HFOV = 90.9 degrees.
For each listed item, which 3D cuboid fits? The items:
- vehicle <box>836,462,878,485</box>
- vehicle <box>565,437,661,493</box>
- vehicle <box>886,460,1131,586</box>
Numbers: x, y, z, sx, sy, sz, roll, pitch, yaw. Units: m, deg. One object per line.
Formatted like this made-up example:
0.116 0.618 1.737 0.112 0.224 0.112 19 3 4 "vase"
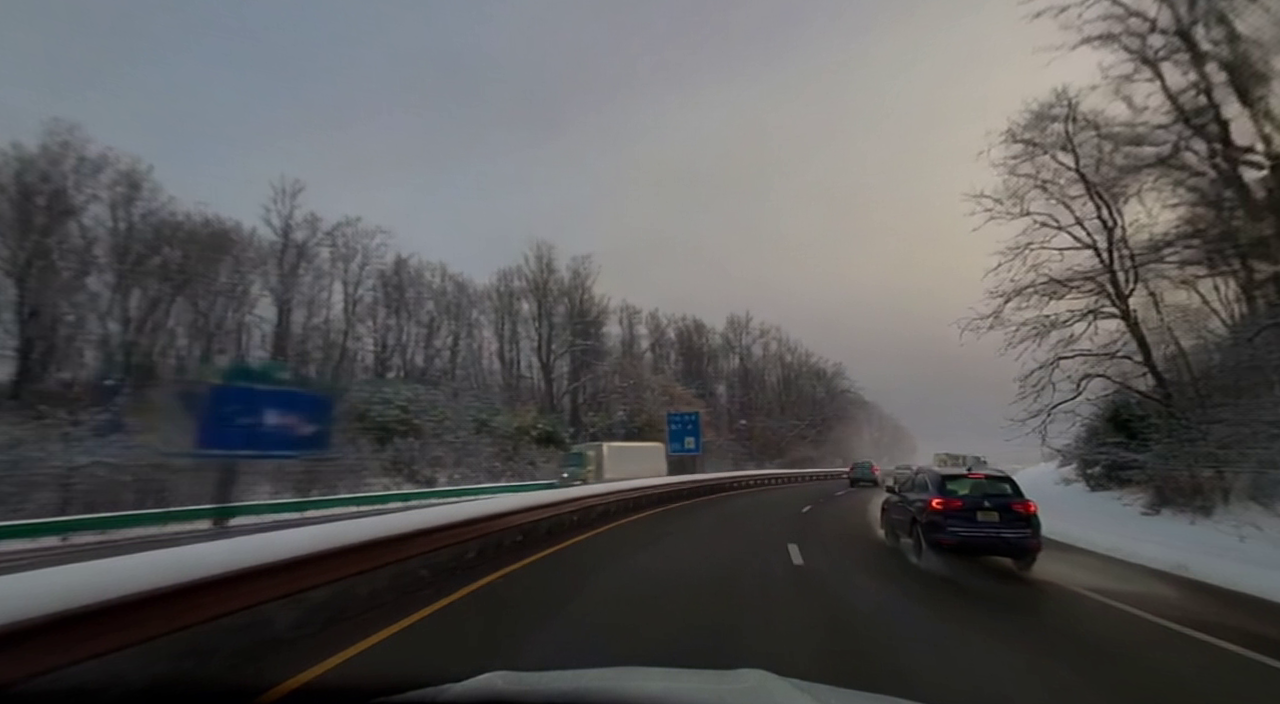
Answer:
15.426 8.645 44.734 1.992 1.503 3.793 -6 -12 31 "vehicle"
-1.855 8.826 49.233 2.909 3.910 9.340 -5 -12 29 "vehicle"
5.707 2.653 10.511 2.023 1.593 4.105 -1 -11 8 "vehicle"
